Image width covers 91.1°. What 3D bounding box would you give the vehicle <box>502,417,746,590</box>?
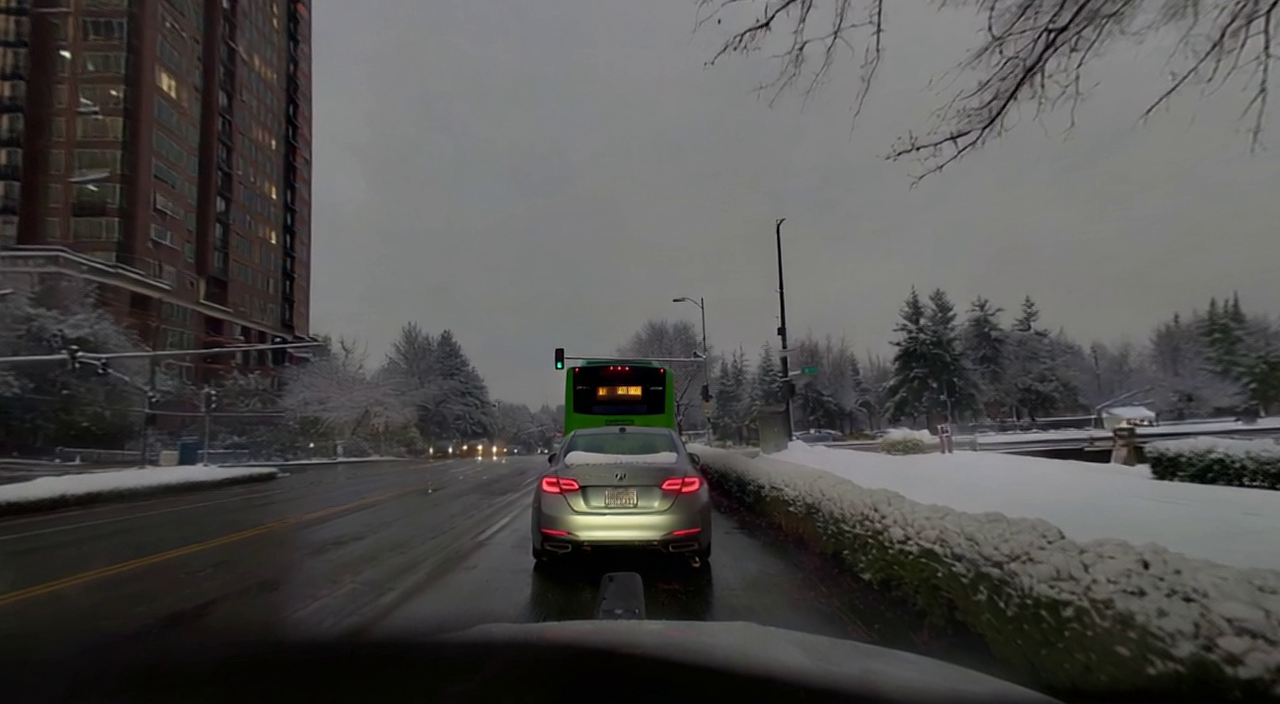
[{"bbox_3d":[-0.186,1.547,7.358,2.064,1.452,3.942,0,-8,-2],"label":"vehicle"}]
